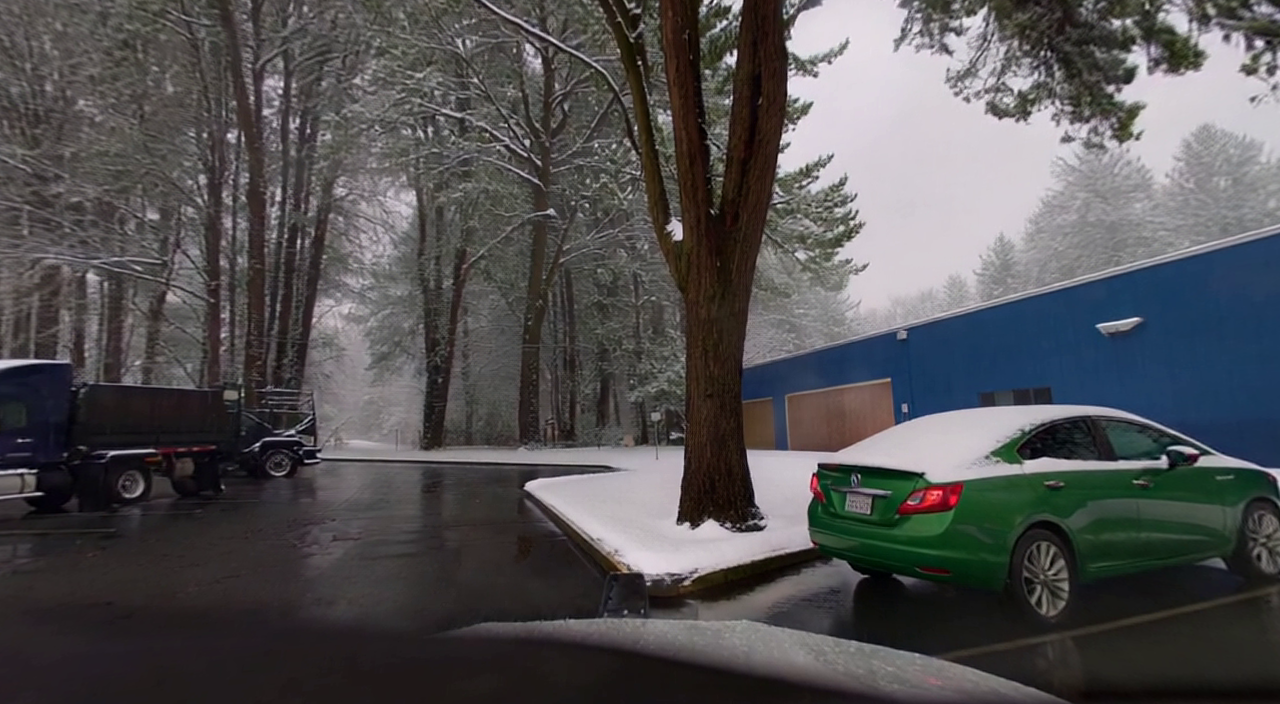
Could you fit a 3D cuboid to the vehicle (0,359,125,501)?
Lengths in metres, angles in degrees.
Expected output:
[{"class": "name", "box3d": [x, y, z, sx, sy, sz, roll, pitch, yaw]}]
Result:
[{"class": "vehicle", "box3d": [-21.988, 2.744, 21.063, 11.512, 3.871, 3.038, -5, -10, 29]}]

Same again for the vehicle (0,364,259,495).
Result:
[{"class": "vehicle", "box3d": [-19.631, 3.064, 23.834, 11.906, 4.069, 2.948, -5, -10, 28]}]

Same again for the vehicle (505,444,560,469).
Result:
[{"class": "vehicle", "box3d": [-6.775, 6.636, 40.199, 1.809, 1.506, 3.473, -4, -10, 24]}]
